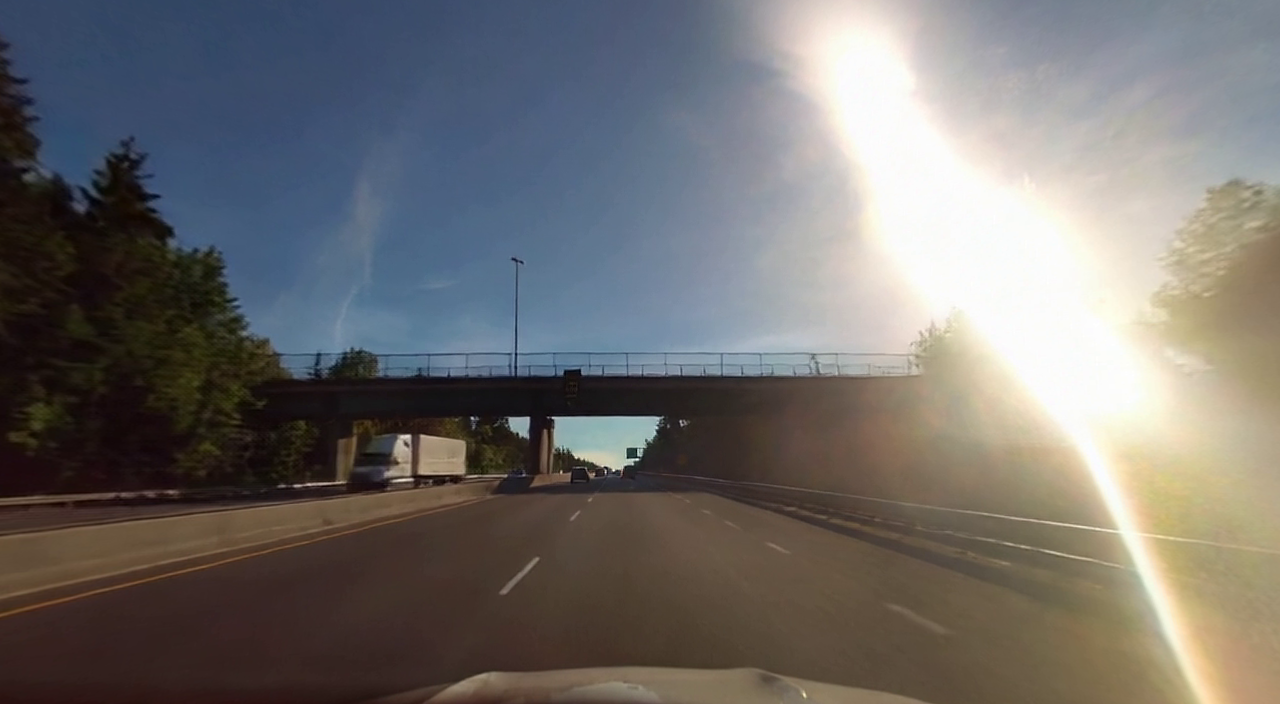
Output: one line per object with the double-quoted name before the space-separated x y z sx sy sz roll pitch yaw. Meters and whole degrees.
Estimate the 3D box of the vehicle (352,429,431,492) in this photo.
"vehicle" -17.072 7.563 43.724 3.032 3.979 5.796 1 -11 -2
